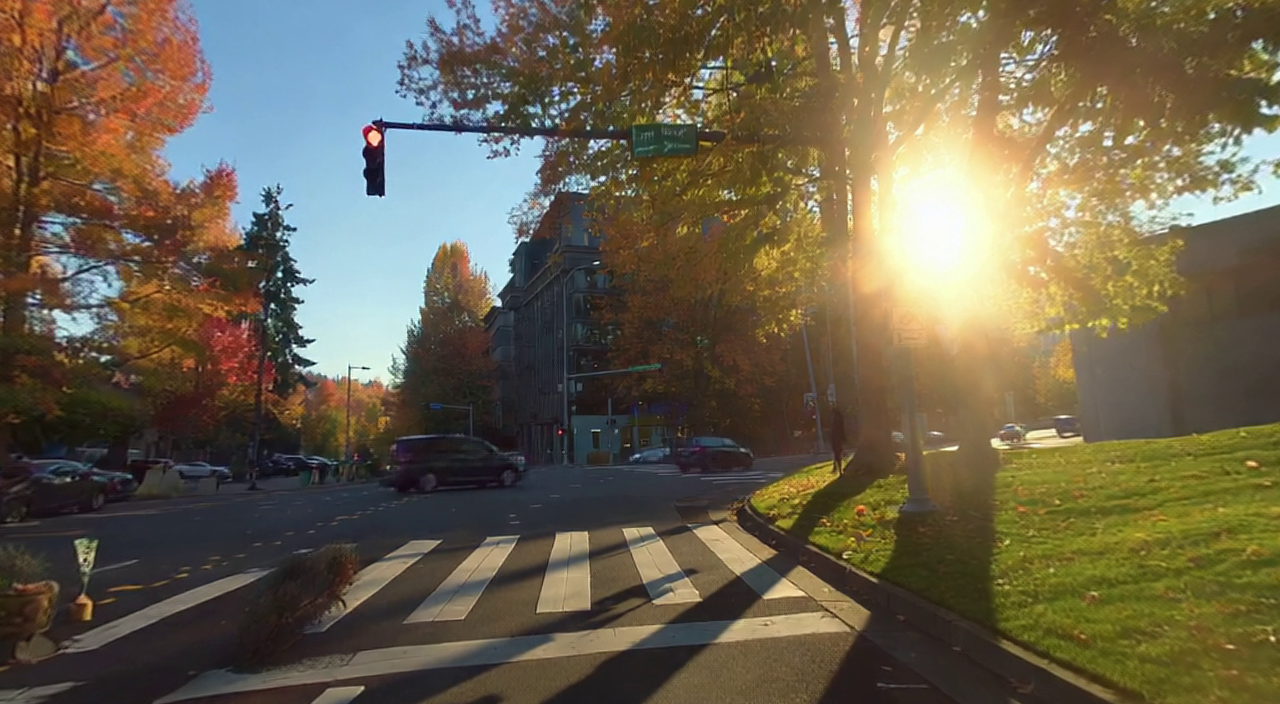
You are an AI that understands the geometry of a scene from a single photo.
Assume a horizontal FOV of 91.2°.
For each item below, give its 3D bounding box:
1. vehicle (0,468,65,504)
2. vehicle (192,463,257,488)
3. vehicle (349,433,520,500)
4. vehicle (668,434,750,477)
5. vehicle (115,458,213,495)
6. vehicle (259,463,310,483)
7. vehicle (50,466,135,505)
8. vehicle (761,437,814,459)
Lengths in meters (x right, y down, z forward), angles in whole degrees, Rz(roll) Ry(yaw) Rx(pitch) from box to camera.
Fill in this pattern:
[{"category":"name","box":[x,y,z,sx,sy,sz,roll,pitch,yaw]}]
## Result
[{"category":"vehicle","box":[-30.327,6.455,30.346,1.800,1.520,3.968,2,-9,-14]},{"category":"vehicle","box":[-28.533,8.474,43.173,1.768,1.465,3.972,0,-9,-1]},{"category":"vehicle","box":[-6.391,3.583,20.053,2.036,1.849,4.811,-7,-11,38]},{"category":"vehicle","box":[3.448,5.040,30.796,1.942,1.920,4.263,-8,-11,39]},{"category":"vehicle","box":[-27.825,7.261,36.891,2.064,1.913,5.081,0,-9,-4]},{"category":"vehicle","box":[-28.133,9.580,49.743,1.776,1.452,3.920,0,-9,0]},{"category":"vehicle","box":[-25.416,6.160,29.258,1.694,1.528,4.225,3,-9,-23]},{"category":"vehicle","box":[11.757,7.626,49.682,1.979,1.659,4.907,-8,-11,39]}]
